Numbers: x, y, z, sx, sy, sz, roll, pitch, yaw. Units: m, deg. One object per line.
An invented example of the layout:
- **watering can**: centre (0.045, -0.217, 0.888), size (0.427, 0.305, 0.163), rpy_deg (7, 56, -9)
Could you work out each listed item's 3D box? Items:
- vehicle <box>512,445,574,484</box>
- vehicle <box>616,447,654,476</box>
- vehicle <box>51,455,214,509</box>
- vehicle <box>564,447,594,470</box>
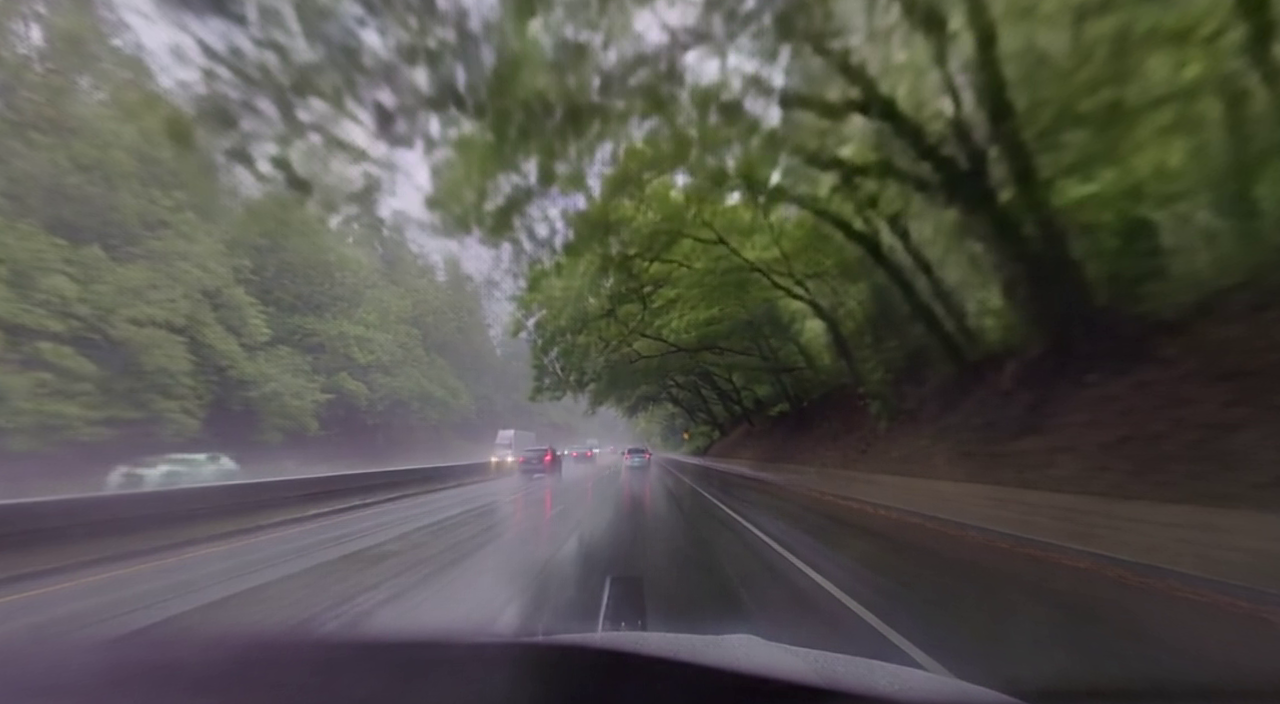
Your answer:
- **vehicle**: centre (-4.055, 4.779, 27.012), size (1.978, 1.538, 3.755), rpy_deg (0, -9, 1)
- **vehicle**: centre (-0.265, 6.150, 35.617), size (2.001, 1.490, 3.914), rpy_deg (0, -9, 0)
- **vehicle**: centre (-16.497, 4.193, 20.816), size (1.705, 1.552, 4.338), rpy_deg (0, -9, 1)
- **vehicle**: centre (-4.486, 7.820, 46.548), size (1.834, 1.615, 3.624), rpy_deg (0, -9, 0)
